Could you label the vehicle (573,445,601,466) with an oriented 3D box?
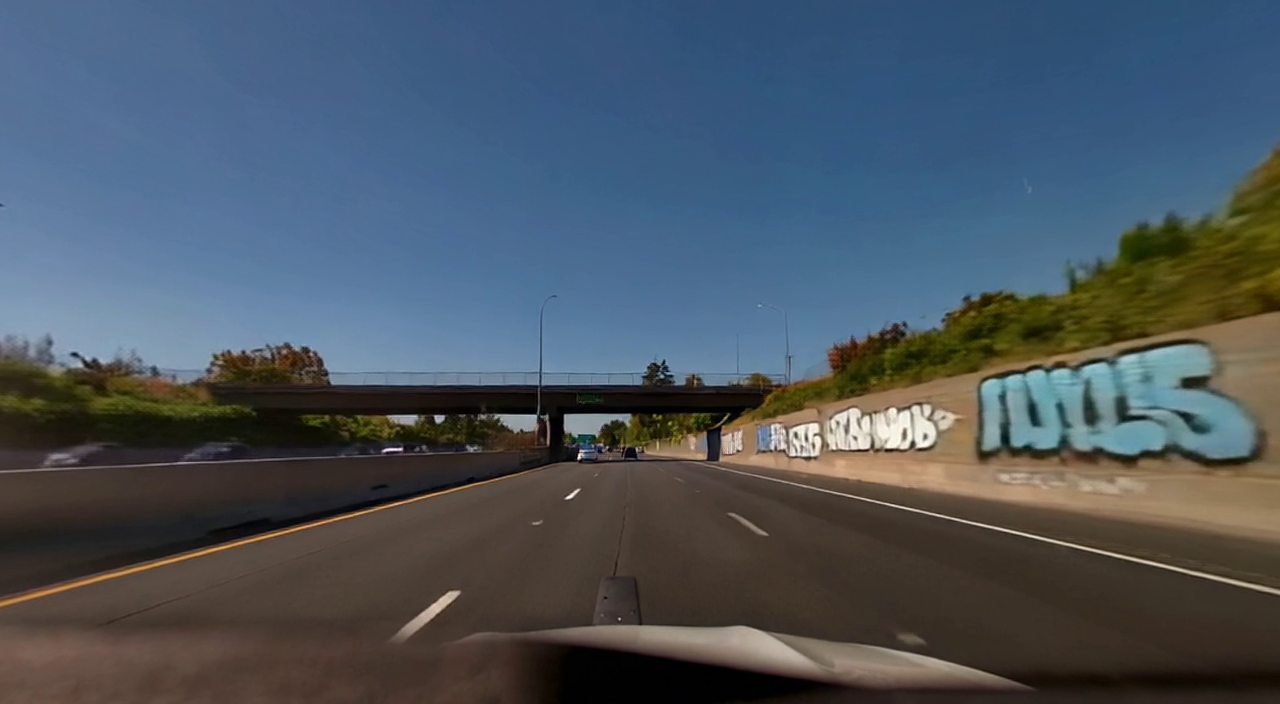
[{"bbox_3d":[-3.960,7.838,47.648,1.871,1.459,3.771,0,-9,-1],"label":"vehicle"}]
